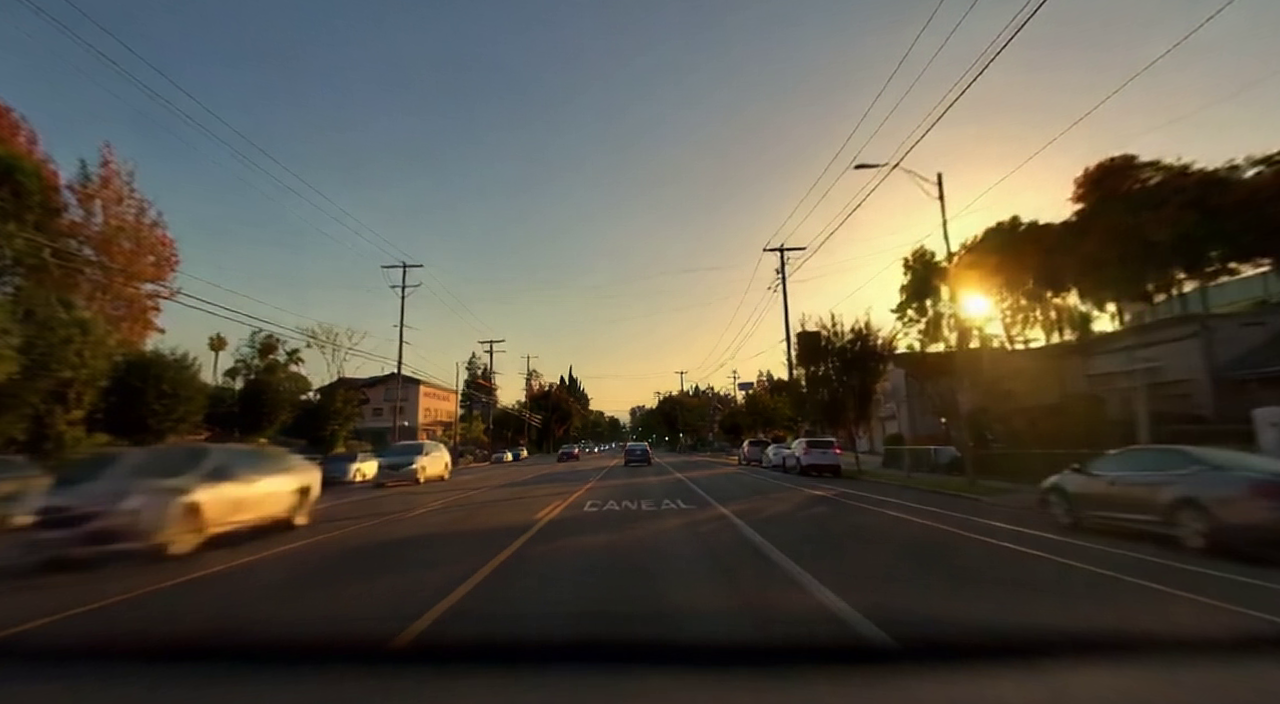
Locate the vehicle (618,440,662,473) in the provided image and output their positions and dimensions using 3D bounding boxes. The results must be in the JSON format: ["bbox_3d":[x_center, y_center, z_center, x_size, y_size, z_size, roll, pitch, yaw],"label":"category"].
[{"bbox_3d":[-0.008,5.265,32.105,2.067,1.547,4.513,-1,-8,0],"label":"vehicle"}]

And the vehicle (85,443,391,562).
[{"bbox_3d":[-6.103,2.284,10.509,1.992,1.476,4.682,-1,-8,1],"label":"vehicle"}]

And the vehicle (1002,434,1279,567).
[{"bbox_3d":[7.861,2.019,9.558,1.936,1.479,4.736,-1,-8,0],"label":"vehicle"}]

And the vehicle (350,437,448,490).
[{"bbox_3d":[-9.553,4.430,25.528,2.048,1.890,4.780,-1,-8,0],"label":"vehicle"}]

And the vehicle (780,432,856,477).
[{"bbox_3d":[7.924,4.598,28.568,2.026,1.851,4.360,-1,-8,-2],"label":"vehicle"}]

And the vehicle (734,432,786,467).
[{"bbox_3d":[7.666,6.325,40.960,2.257,2.072,5.376,-1,-8,-1],"label":"vehicle"}]
